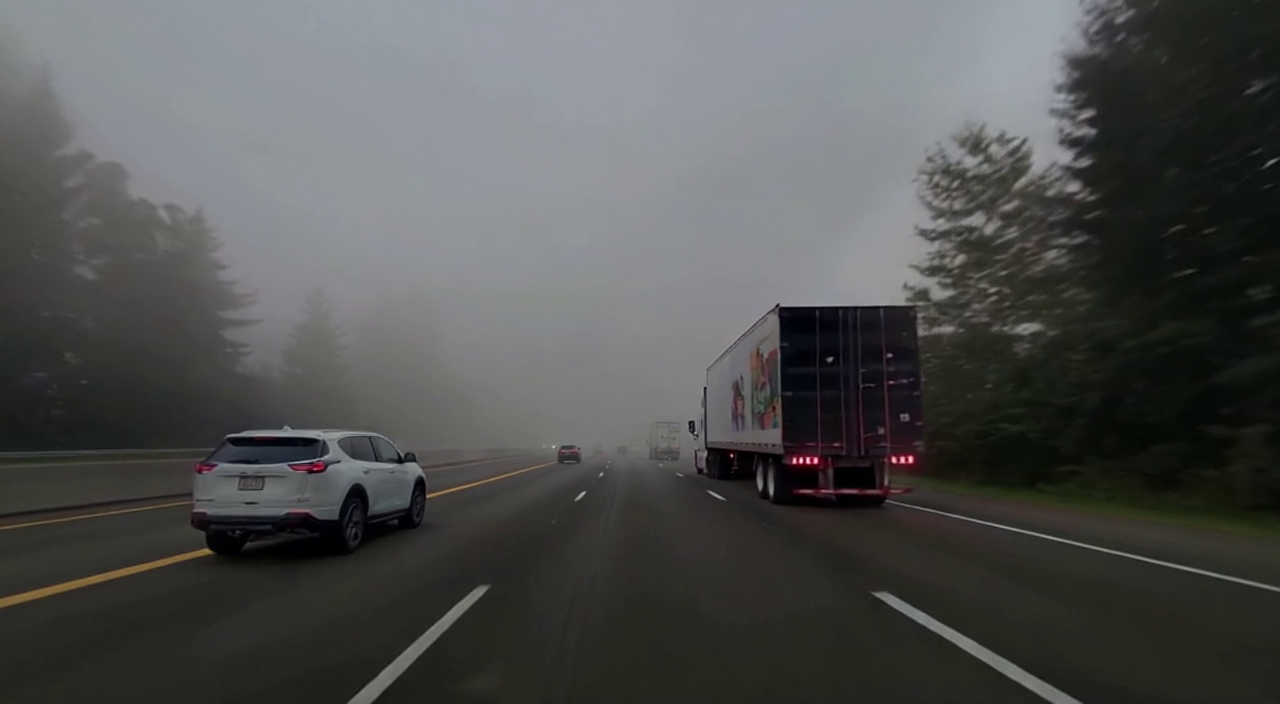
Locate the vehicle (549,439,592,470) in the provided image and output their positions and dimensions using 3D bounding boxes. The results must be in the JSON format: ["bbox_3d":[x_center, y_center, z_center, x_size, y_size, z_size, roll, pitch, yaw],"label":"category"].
[{"bbox_3d":[-4.141,6.213,38.308,2.139,1.716,4.530,0,-9,-1],"label":"vehicle"}]

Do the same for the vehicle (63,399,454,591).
[{"bbox_3d":[-4.240,1.682,8.228,2.202,1.760,4.617,0,-9,0],"label":"vehicle"}]

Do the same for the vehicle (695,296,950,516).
[{"bbox_3d":[3.885,1.983,18.370,2.933,4.016,13.949,0,-9,-1],"label":"vehicle"}]
